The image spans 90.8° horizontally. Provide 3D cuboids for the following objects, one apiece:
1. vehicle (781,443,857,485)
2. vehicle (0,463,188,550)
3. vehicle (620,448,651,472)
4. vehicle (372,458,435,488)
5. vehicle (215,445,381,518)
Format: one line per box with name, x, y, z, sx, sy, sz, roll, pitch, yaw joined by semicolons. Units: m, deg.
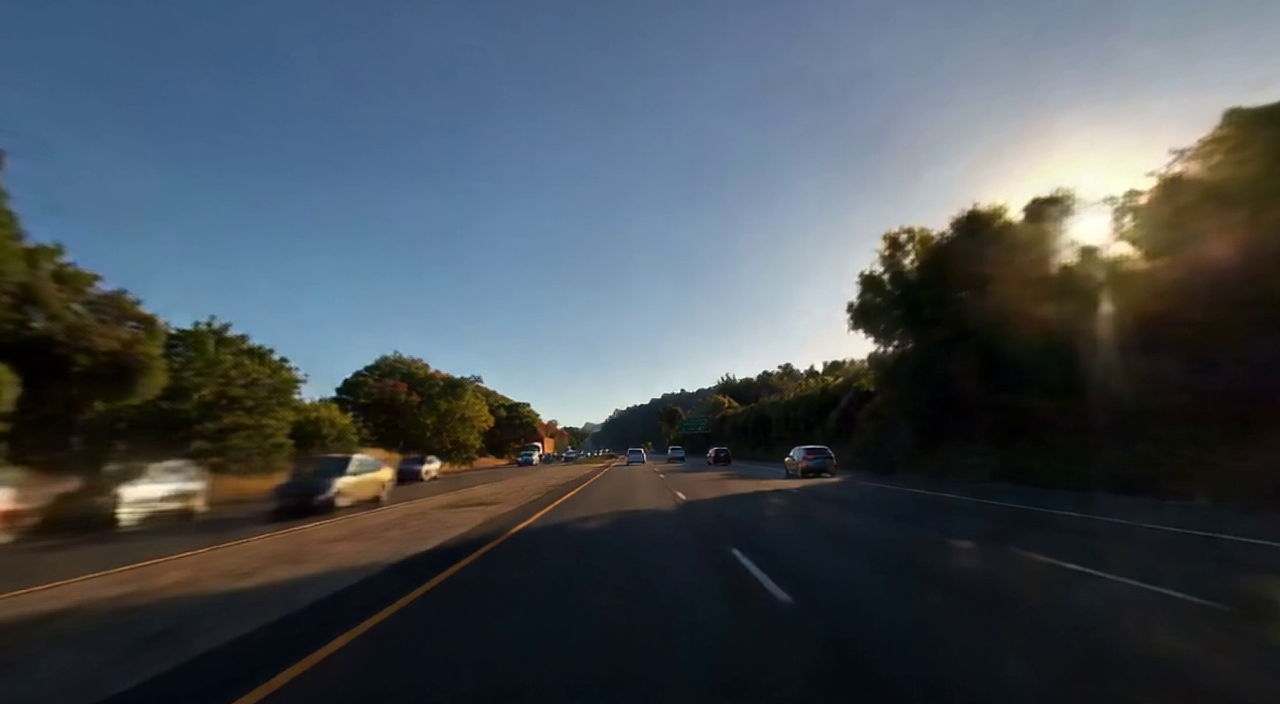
vehicle;7.186;4.516;25.746;1.903;1.566;3.866;0;-9;-1
vehicle;-12.507;3.303;14.079;1.824;1.548;4.025;0;-9;0
vehicle;-0.308;7.340;43.118;2.021;1.507;4.272;0;-9;0
vehicle;-12.916;6.622;34.768;1.810;1.498;4.320;0;-9;0
vehicle;-8.846;3.340;16.839;1.997;1.658;4.291;0;-9;0
